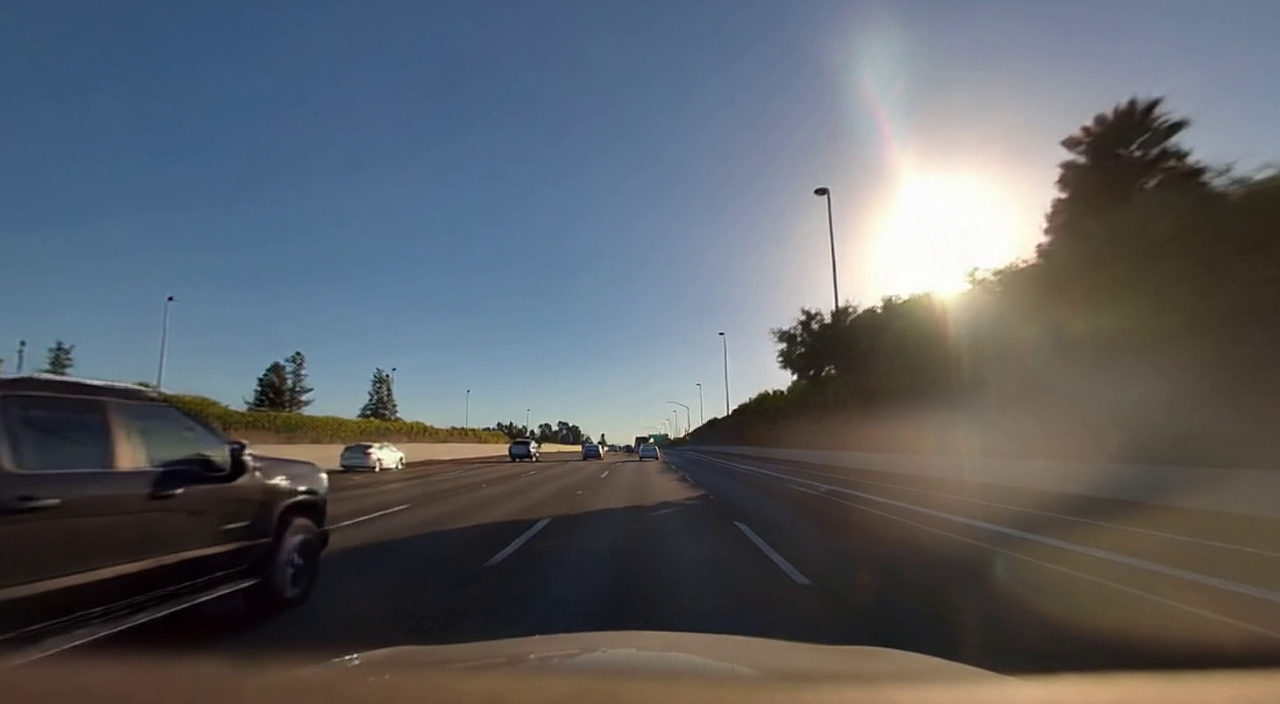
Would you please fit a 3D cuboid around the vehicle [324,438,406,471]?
[{"bbox_3d":[-13.564,5.065,31.443,1.952,1.469,4.639,0,-8,1],"label":"vehicle"}]

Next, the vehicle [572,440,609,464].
[{"bbox_3d":[-3.143,6.448,40.889,2.056,1.480,4.022,0,-8,1],"label":"vehicle"}]

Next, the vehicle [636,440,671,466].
[{"bbox_3d":[0.804,6.213,39.111,2.073,1.480,4.343,0,-8,0],"label":"vehicle"}]

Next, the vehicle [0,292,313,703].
[{"bbox_3d":[-3.232,0.634,1.633,2.124,1.787,4.830,0,-8,1],"label":"vehicle"}]
